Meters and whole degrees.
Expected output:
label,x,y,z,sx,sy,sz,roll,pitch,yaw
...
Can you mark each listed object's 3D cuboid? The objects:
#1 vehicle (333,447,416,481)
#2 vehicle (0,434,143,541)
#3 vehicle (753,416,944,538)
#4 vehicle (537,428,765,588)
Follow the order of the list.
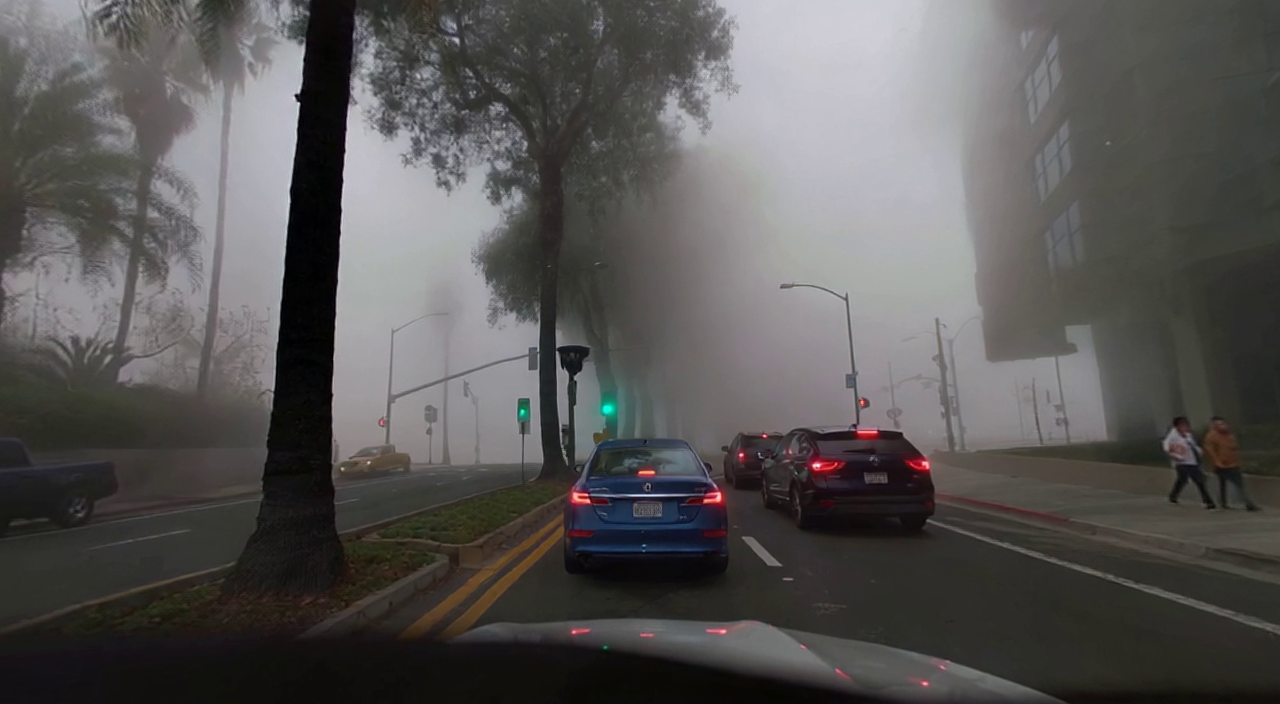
label,x,y,z,sx,sy,sz,roll,pitch,yaw
vehicle,-13.187,5.565,31.709,1.965,1.507,4.725,-1,-8,2
vehicle,-13.055,2.718,12.289,2.240,1.964,5.707,-6,-8,0
vehicle,3.399,2.131,11.341,2.003,1.733,4.319,0,-8,1
vehicle,0.144,1.736,7.865,2.088,1.452,3.993,0,-8,1
